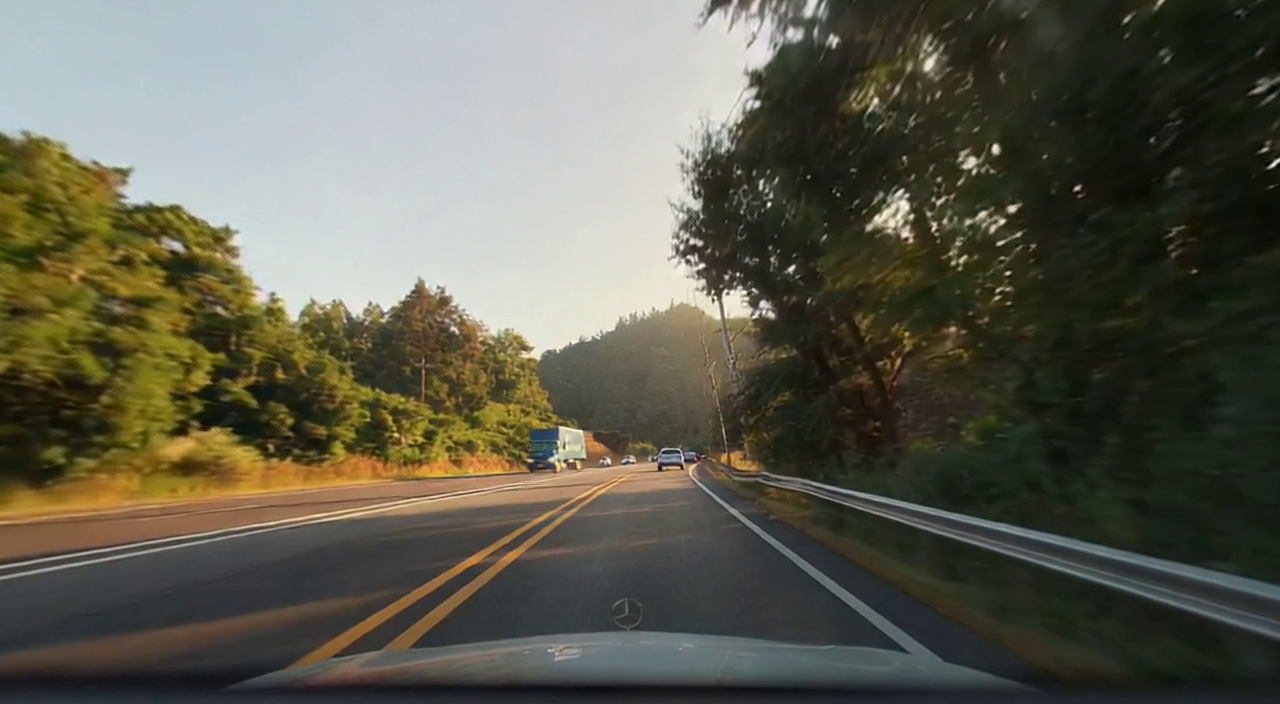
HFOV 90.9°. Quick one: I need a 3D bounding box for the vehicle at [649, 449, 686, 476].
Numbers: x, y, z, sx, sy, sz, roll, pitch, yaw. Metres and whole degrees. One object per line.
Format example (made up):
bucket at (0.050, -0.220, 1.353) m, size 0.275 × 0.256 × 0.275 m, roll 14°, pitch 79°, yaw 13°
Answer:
vehicle at (1.676, 6.577, 37.723) m, size 2.080 × 1.486 × 3.813 m, roll -1°, pitch -9°, yaw 3°
